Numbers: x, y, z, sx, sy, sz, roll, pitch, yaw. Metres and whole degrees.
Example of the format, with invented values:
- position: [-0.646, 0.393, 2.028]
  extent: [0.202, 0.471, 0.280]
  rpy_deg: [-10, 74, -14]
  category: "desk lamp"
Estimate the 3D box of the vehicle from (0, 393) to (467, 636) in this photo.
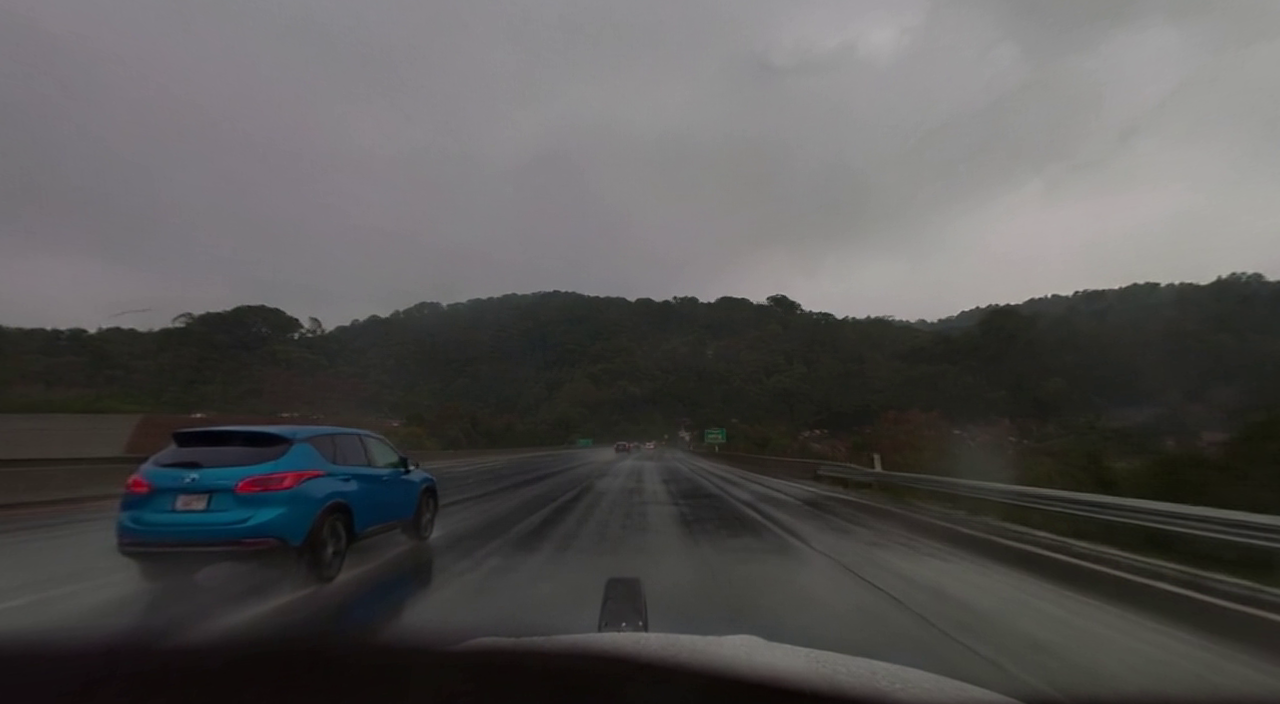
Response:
- position: [-3.439, 1.439, 6.578]
  extent: [1.983, 1.663, 4.290]
  rpy_deg: [0, -9, 1]
  category: "vehicle"
